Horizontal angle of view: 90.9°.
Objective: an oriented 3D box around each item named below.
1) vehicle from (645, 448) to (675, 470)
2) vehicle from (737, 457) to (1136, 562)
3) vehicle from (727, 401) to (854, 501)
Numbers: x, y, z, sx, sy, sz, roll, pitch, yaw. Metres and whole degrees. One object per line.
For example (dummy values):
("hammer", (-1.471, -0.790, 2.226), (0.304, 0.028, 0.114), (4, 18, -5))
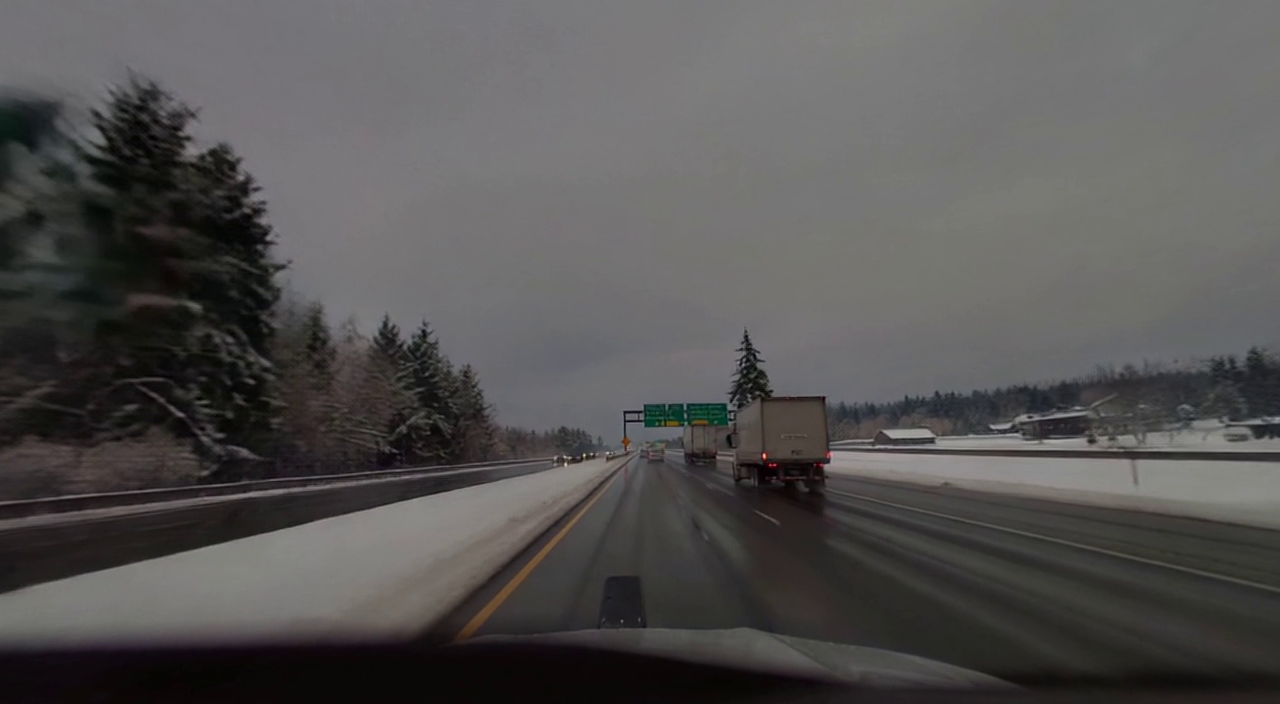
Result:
("vehicle", (1.428, 7.599, 44.999), (2.049, 1.500, 3.790), (0, -9, 1))
("vehicle", (4.670, 3.037, 14.339), (2.472, 1.036, 13.239), (-2, -9, -2))
("vehicle", (4.634, 3.231, 20.727), (2.569, 2.783, 5.984), (0, -9, -1))
